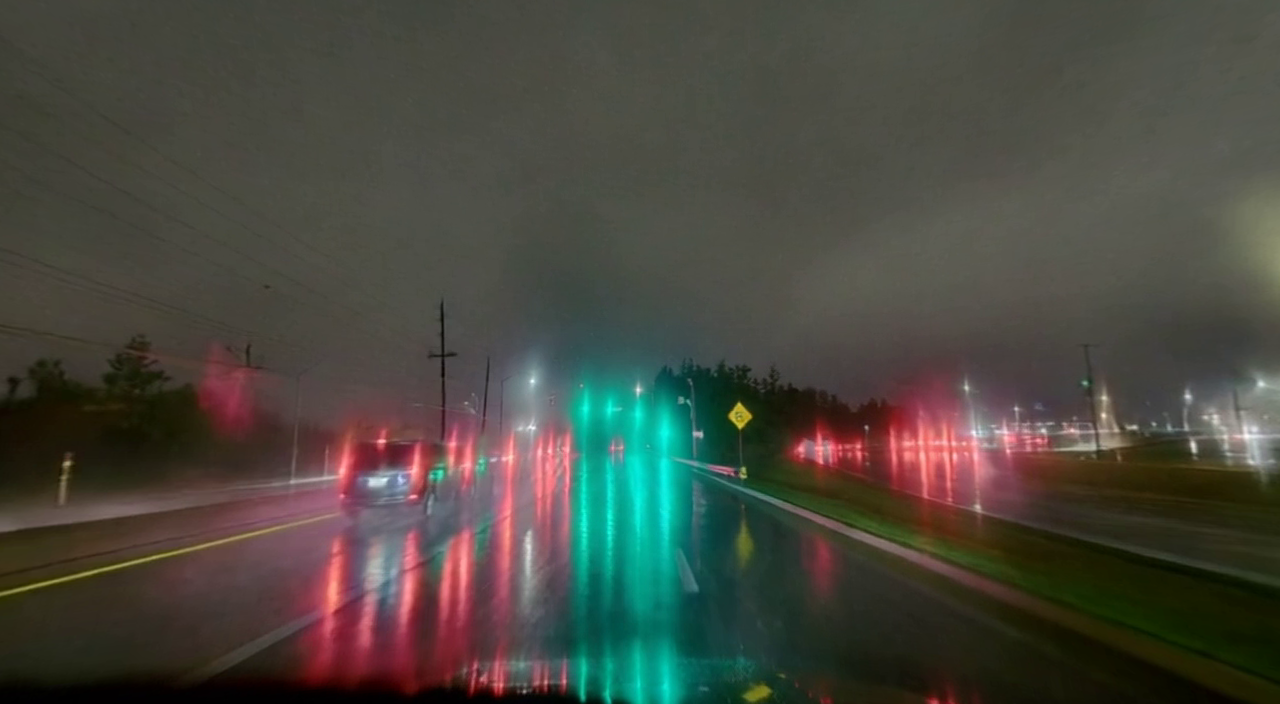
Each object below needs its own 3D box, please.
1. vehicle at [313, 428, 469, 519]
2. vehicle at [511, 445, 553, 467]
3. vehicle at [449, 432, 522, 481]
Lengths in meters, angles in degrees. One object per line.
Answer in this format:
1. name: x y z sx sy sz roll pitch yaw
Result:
1. vehicle: -5.276 2.613 14.066 2.041 1.698 4.094 1 -9 -5
2. vehicle: -7.515 7.298 44.459 2.030 1.482 4.818 0 -9 0
3. vehicle: -6.398 4.390 26.804 2.337 1.862 4.924 1 -9 -6
